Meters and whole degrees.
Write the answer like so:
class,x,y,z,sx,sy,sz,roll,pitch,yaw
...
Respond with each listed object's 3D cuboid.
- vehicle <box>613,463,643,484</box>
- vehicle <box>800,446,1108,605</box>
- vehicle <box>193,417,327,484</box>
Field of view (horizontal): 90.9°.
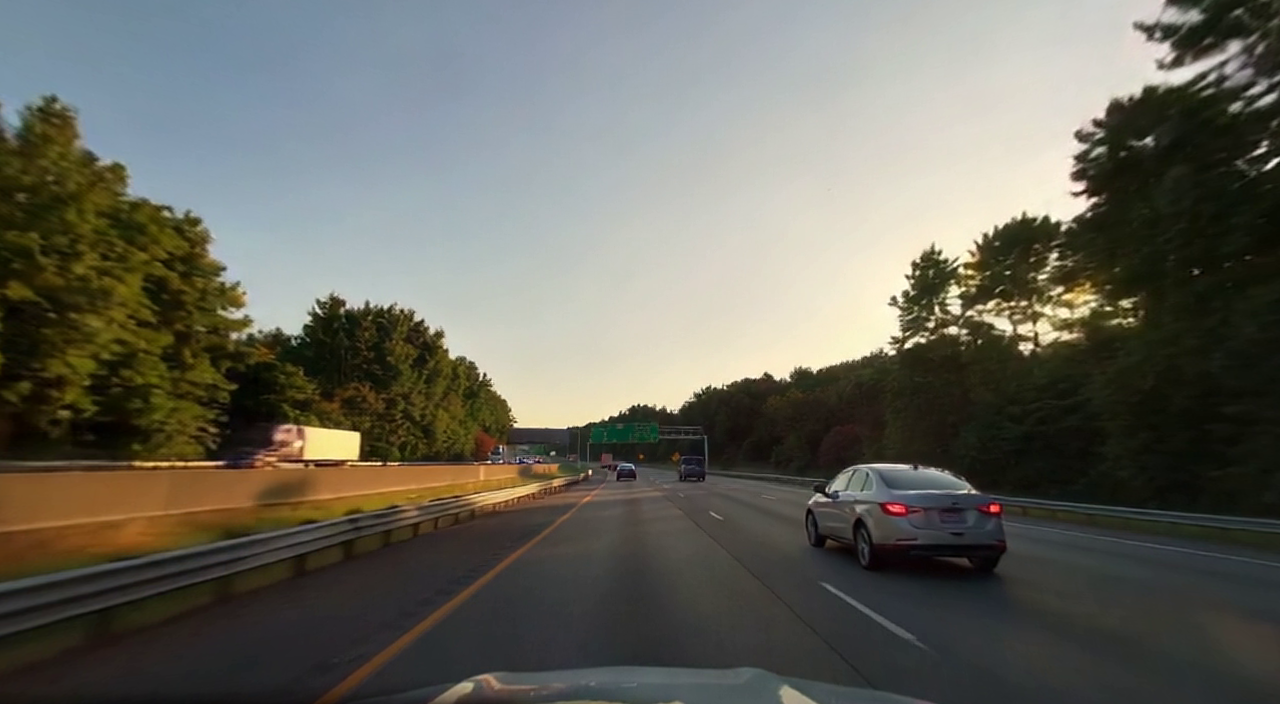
class,x,y,z,sx,sy,sz,roll,pitch,yaw
vehicle,-0.923,9.518,49.454,2.242,1.525,4.305,1,-11,-1
vehicle,3.929,2.268,8.961,2.132,1.662,4.180,1,-11,-1
vehicle,-17.500,4.711,29.581,2.486,2.753,5.968,1,-11,-1
